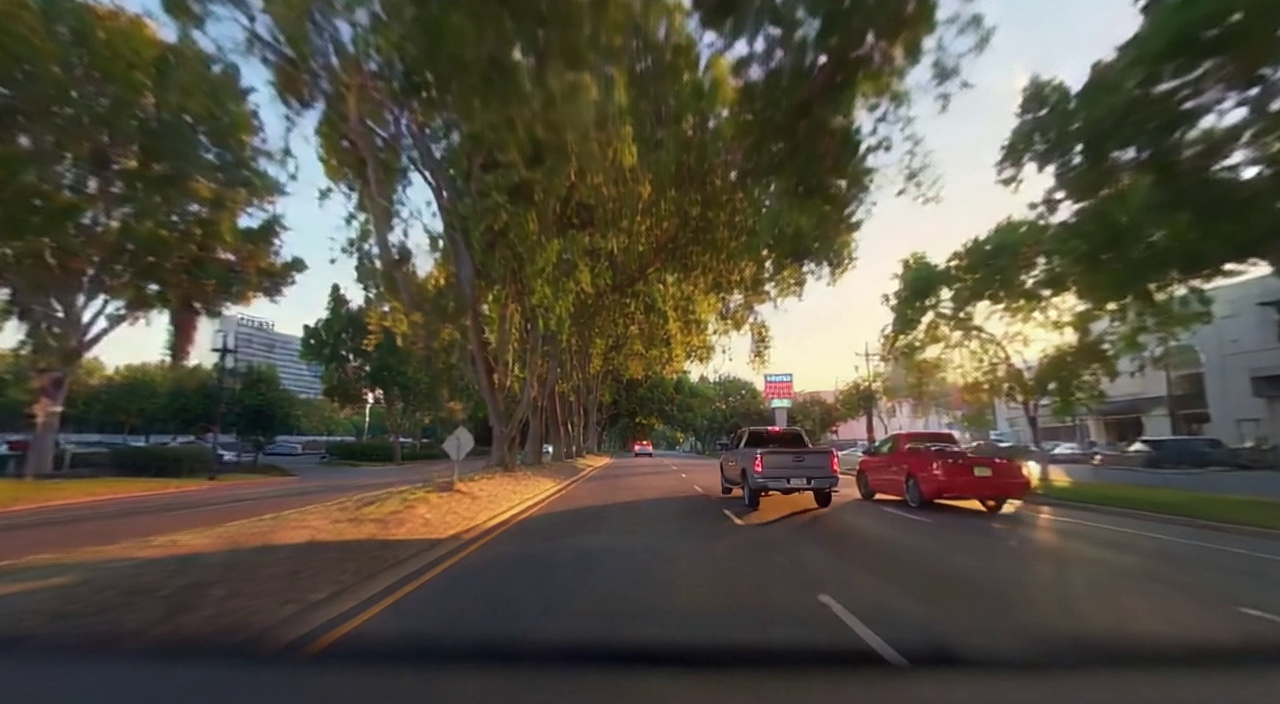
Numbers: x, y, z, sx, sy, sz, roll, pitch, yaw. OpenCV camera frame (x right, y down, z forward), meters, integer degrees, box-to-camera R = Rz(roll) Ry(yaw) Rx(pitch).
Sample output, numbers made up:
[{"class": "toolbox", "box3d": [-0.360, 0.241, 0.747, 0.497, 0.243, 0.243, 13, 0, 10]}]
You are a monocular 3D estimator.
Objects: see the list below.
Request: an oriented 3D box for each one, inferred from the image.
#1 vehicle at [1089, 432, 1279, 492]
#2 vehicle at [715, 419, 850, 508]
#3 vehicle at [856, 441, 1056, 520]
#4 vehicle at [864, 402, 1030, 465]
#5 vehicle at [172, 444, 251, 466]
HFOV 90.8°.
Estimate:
[{"class": "vehicle", "box3d": [17.759, 3.500, 20.508, 4.747, 1.761, 2.043, -3, -9, 22]}, {"class": "vehicle", "box3d": [3.288, 2.706, 15.865, 2.138, 1.836, 5.245, 0, -8, -1]}, {"class": "vehicle", "box3d": [6.780, 2.775, 14.340, 2.012, 1.460, 4.812, 0, -8, -1]}, {"class": "vehicle", "box3d": [18.853, 5.090, 39.290, 8.393, 3.716, 3.472, 1, -8, -2]}, {"class": "vehicle", "box3d": [-28.899, 6.924, 42.642, 4.189, 1.429, 1.668, 0, -8, 4]}]
